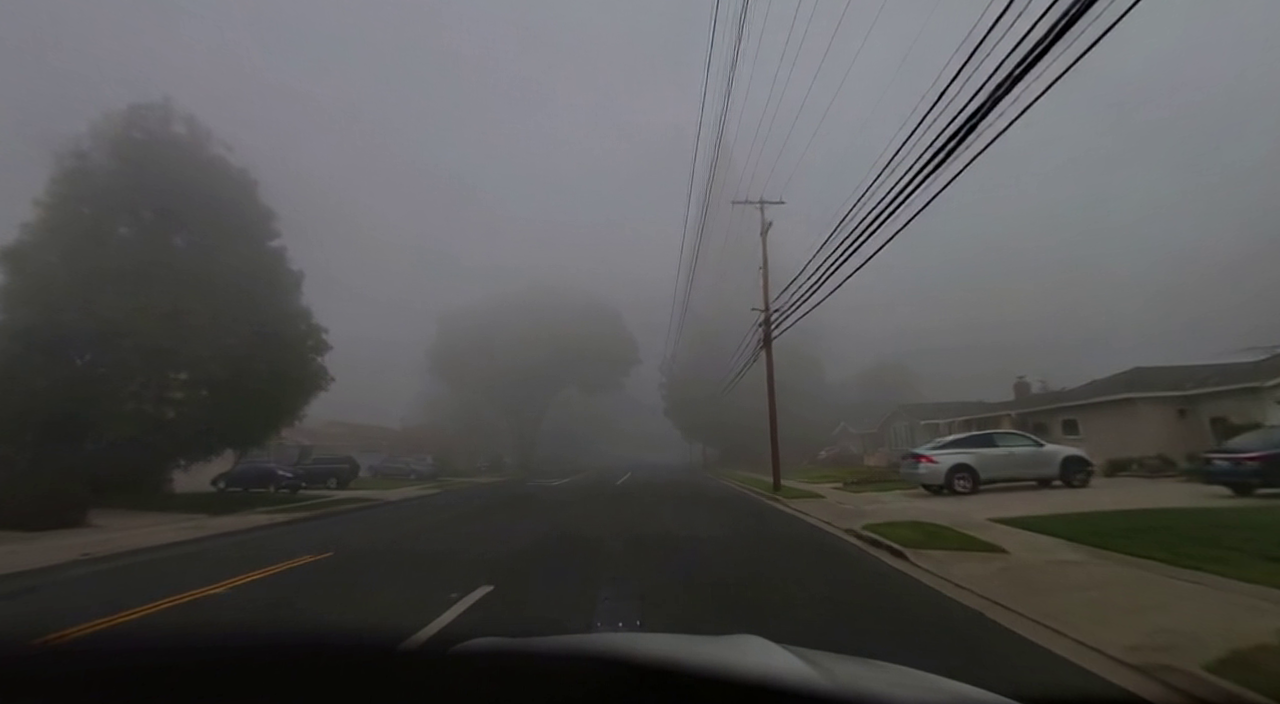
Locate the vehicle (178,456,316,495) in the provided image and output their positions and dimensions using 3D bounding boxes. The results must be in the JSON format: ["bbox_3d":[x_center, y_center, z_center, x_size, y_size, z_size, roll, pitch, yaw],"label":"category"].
[{"bbox_3d":[-16.586,5.212,26.854,4.519,1.508,2.018,0,-9,2],"label":"vehicle"}]

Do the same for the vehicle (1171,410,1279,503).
[{"bbox_3d":[12.987,1.953,11.902,4.122,1.610,1.888,0,-9,2],"label":"vehicle"}]

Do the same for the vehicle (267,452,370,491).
[{"bbox_3d":[-15.436,5.730,30.398,4.265,1.583,1.913,-5,-9,17],"label":"vehicle"}]

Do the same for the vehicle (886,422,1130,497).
[{"bbox_3d":[9.266,2.748,16.296,4.952,1.775,2.089,0,-9,-1],"label":"vehicle"}]

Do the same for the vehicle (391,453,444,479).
[{"bbox_3d":[-15.109,7.755,43.119,1.816,1.614,4.866,0,-9,0],"label":"vehicle"}]
